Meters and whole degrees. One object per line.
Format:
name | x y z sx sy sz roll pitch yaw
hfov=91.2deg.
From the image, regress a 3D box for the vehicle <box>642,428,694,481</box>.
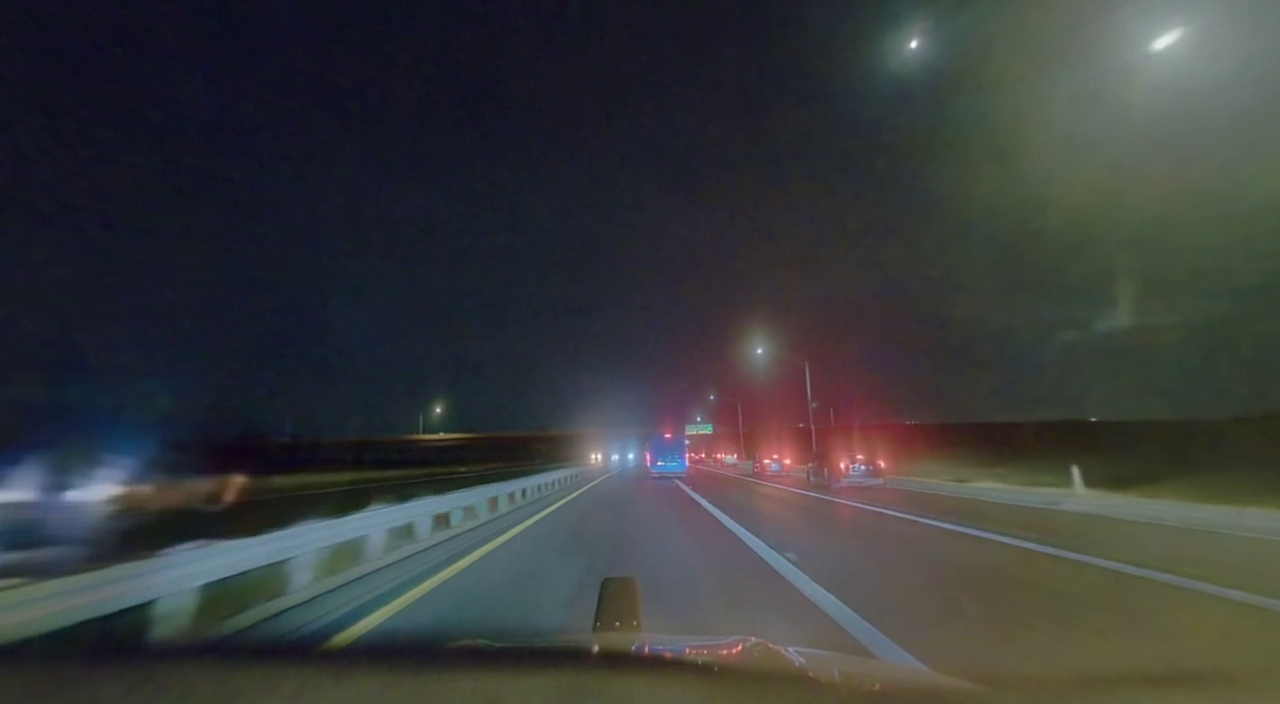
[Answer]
vehicle | 1.441 5.560 34.026 2.560 2.598 5.581 -1 -9 1
